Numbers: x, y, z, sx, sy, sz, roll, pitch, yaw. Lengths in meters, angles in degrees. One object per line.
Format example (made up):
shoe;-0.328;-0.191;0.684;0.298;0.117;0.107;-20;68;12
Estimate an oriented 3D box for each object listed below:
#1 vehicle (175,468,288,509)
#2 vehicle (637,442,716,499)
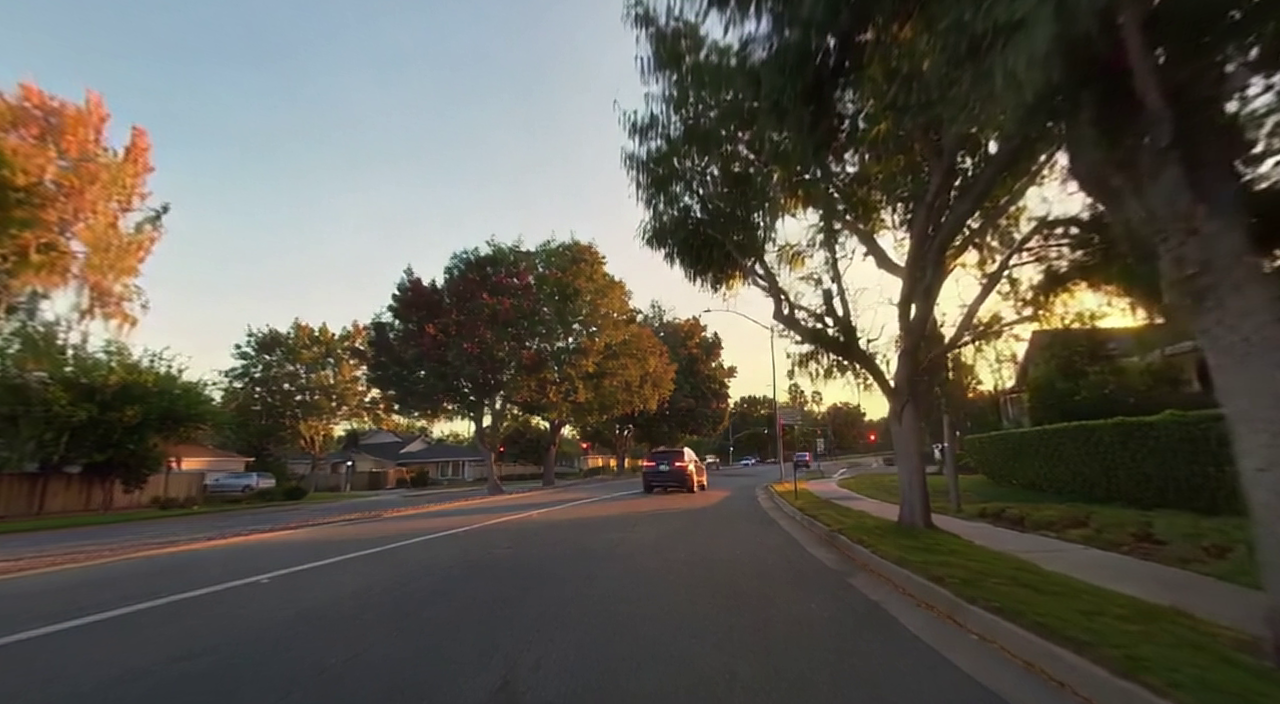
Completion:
vehicle;-22.769;7.605;35.432;2.332;1.896;5.688;-1;-9;3
vehicle;1.492;4.366;23.717;2.059;1.908;4.714;-3;-9;15
